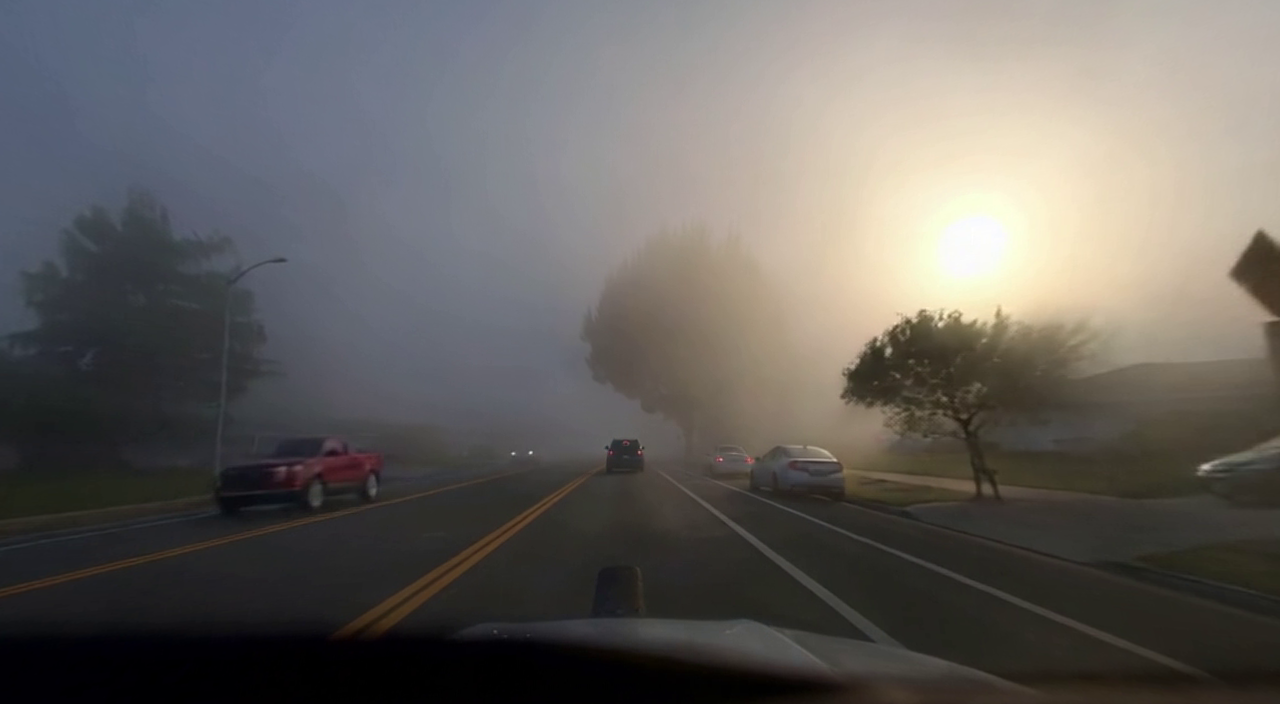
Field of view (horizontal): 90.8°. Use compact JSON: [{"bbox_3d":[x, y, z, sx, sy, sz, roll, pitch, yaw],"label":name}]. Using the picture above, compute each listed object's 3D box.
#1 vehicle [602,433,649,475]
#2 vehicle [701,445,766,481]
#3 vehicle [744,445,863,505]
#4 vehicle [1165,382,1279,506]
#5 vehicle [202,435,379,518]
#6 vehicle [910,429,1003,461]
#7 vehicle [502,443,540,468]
[{"bbox_3d":[-0.704,5.076,31.642,2.153,1.942,4.767,0,-9,-1],"label":"vehicle"},{"bbox_3d":[4.143,5.004,28.898,2.001,1.480,5.022,0,-9,-2],"label":"vehicle"},{"bbox_3d":[4.435,3.394,18.008,1.963,1.469,4.709,0,-9,-2],"label":"vehicle"},{"bbox_3d":[12.424,1.580,10.852,4.870,1.926,2.094,0,-9,-1],"label":"vehicle"},{"bbox_3d":[-8.216,2.930,15.433,1.945,1.712,4.240,0,-9,-1],"label":"vehicle"},{"bbox_3d":[17.955,5.283,35.955,4.172,1.705,2.032,1,-9,-7],"label":"vehicle"},{"bbox_3d":[-9.037,7.849,48.164,1.999,1.806,4.479,0,-9,0],"label":"vehicle"}]
